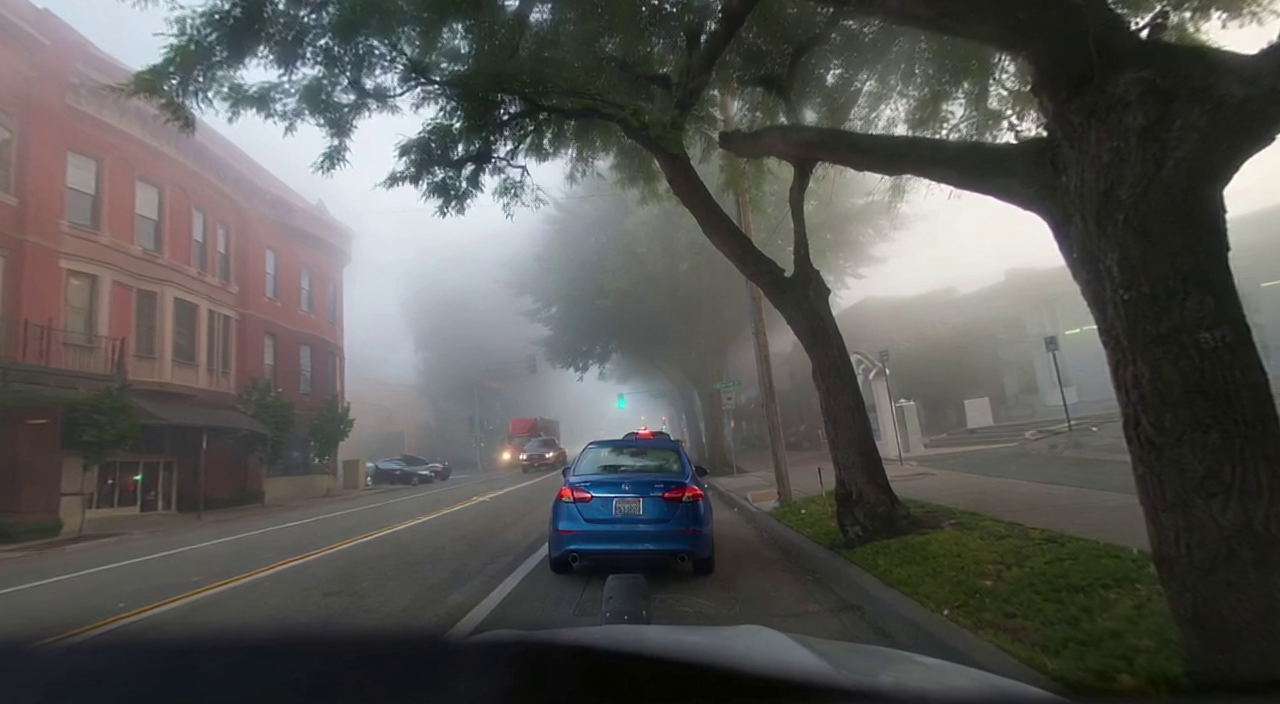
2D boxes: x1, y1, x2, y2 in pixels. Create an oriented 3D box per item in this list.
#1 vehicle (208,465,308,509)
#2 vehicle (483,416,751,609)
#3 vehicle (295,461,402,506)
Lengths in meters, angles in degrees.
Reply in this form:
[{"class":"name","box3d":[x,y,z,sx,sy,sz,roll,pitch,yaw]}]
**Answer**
[{"class":"vehicle","box3d":[-17.467,6.159,28.908,3.516,1.383,1.704,-10,-10,1]},{"class":"vehicle","box3d":[-0.087,1.540,6.949,2.094,1.478,3.922,-1,-8,3]},{"class":"vehicle","box3d":[-11.249,5.081,24.719,2.010,1.483,4.324,0,-8,1]}]
